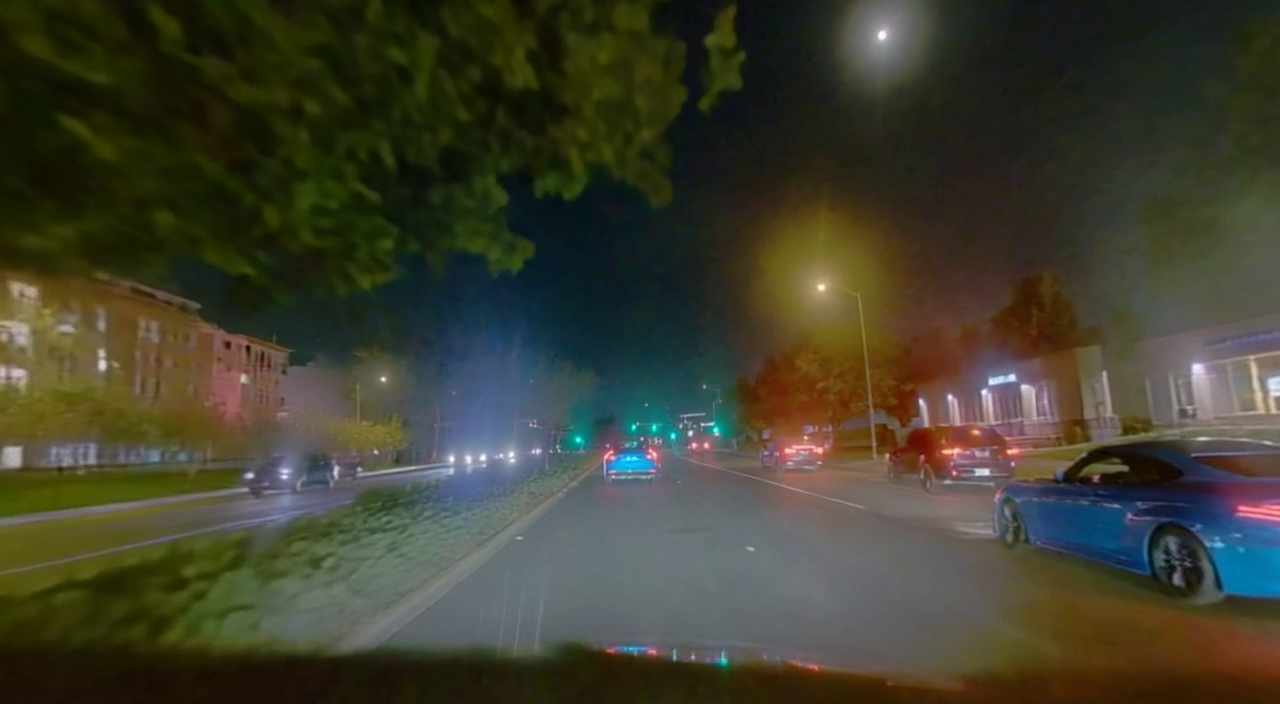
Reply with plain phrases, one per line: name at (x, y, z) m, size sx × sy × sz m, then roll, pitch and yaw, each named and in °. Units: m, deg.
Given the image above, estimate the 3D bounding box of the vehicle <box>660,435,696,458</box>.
vehicle at (2.517, 6.494, 43.283) m, size 2.078 × 1.471 × 4.142 m, roll 0°, pitch -9°, yaw -2°

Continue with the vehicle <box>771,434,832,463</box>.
vehicle at (8.849, 5.371, 35.068) m, size 2.045 × 1.484 × 4.342 m, roll 0°, pitch -9°, yaw -2°

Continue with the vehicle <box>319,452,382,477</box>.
vehicle at (-19.411, 7.547, 42.598) m, size 1.879 × 1.513 × 4.466 m, roll -1°, pitch -9°, yaw 3°

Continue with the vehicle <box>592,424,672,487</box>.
vehicle at (-0.256, 3.263, 20.044) m, size 2.266 × 1.762 × 4.131 m, roll 0°, pitch -9°, yaw -1°

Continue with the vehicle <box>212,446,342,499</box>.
vehicle at (-13.899, 4.614, 24.626) m, size 2.080 × 1.821 × 4.833 m, roll -1°, pitch -9°, yaw 1°

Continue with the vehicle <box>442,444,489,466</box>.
vehicle at (-13.348, 7.918, 48.703) m, size 2.217 × 1.519 × 4.724 m, roll -1°, pitch -9°, yaw 1°

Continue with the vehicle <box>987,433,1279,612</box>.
vehicle at (5.754, 1.464, 6.087) m, size 2.258 × 1.294 × 4.312 m, roll 0°, pitch -9°, yaw -2°
